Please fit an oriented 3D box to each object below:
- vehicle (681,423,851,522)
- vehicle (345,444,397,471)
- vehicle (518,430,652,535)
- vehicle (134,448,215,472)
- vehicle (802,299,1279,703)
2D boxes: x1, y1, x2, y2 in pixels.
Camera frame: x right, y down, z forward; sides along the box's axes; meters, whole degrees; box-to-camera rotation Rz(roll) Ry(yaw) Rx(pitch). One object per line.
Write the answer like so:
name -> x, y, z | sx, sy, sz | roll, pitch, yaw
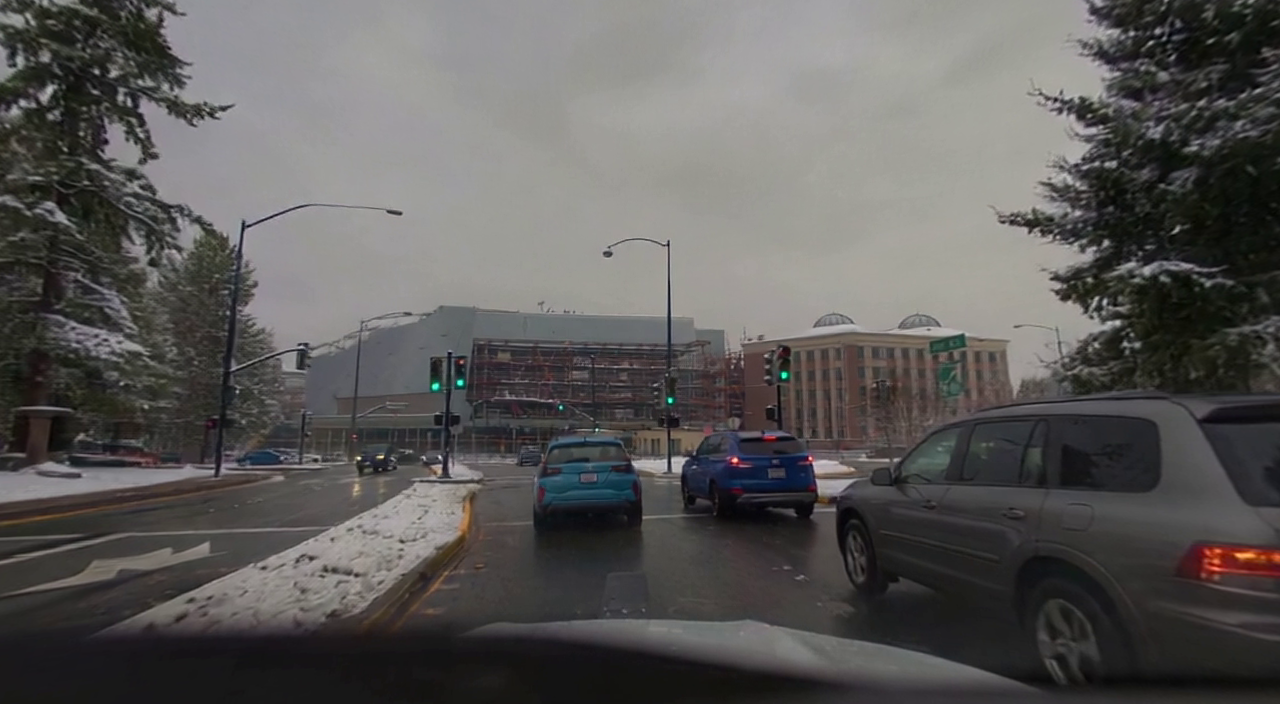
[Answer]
vehicle -> 2.393, 2.452, 13.361 | 2.103, 1.710, 4.396 | 1, -9, -9
vehicle -> -18.223, 7.156, 42.947 | 2.303, 1.692, 4.571 | 1, -9, -11
vehicle -> -1.204, 2.365, 12.029 | 2.132, 1.632, 3.889 | 1, -9, -10
vehicle -> -32.838, 7.606, 44.460 | 4.653, 1.459, 2.228 | -2, -8, 18
vehicle -> 3.078, 1.068, 4.419 | 2.320, 1.772, 4.872 | 0, -9, -3
